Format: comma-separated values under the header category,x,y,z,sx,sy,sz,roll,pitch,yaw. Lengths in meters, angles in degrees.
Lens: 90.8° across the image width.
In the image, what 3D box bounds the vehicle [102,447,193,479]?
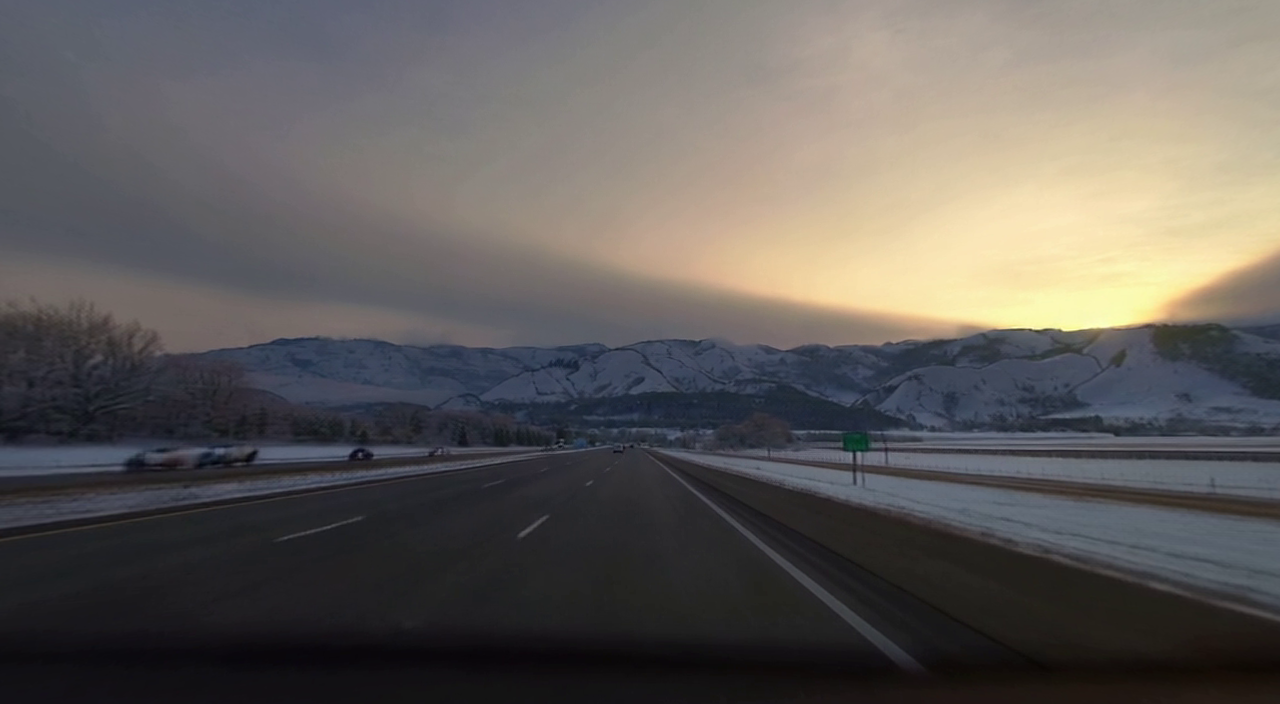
category,x,y,z,sx,sy,sz,roll,pitch,yaw
vehicle,-32.232,7.238,41.546,1.940,1.896,4.941,0,-8,0
